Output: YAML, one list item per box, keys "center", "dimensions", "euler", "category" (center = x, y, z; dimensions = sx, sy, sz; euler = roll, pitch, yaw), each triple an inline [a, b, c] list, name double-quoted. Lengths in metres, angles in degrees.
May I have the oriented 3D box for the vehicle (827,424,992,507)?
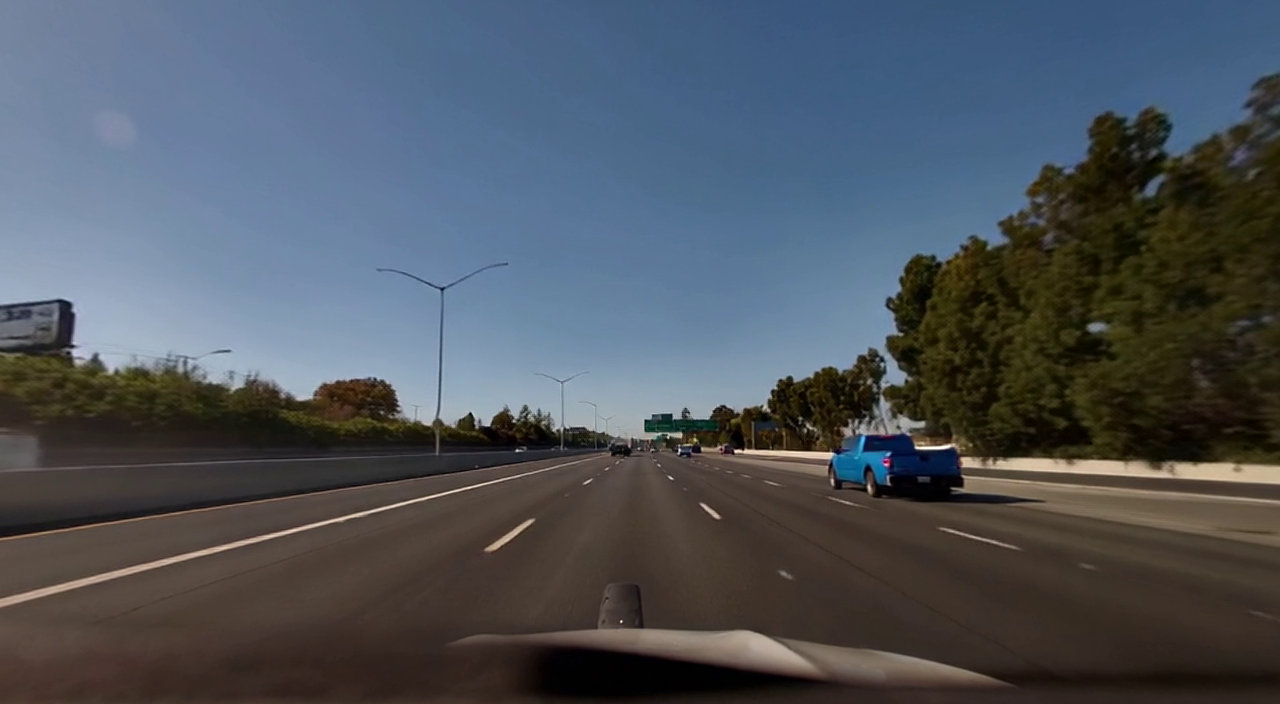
- center: [6.498, 2.800, 15.920]
  dimensions: [2.096, 1.767, 4.601]
  euler: [0, -9, 0]
  category: "vehicle"
